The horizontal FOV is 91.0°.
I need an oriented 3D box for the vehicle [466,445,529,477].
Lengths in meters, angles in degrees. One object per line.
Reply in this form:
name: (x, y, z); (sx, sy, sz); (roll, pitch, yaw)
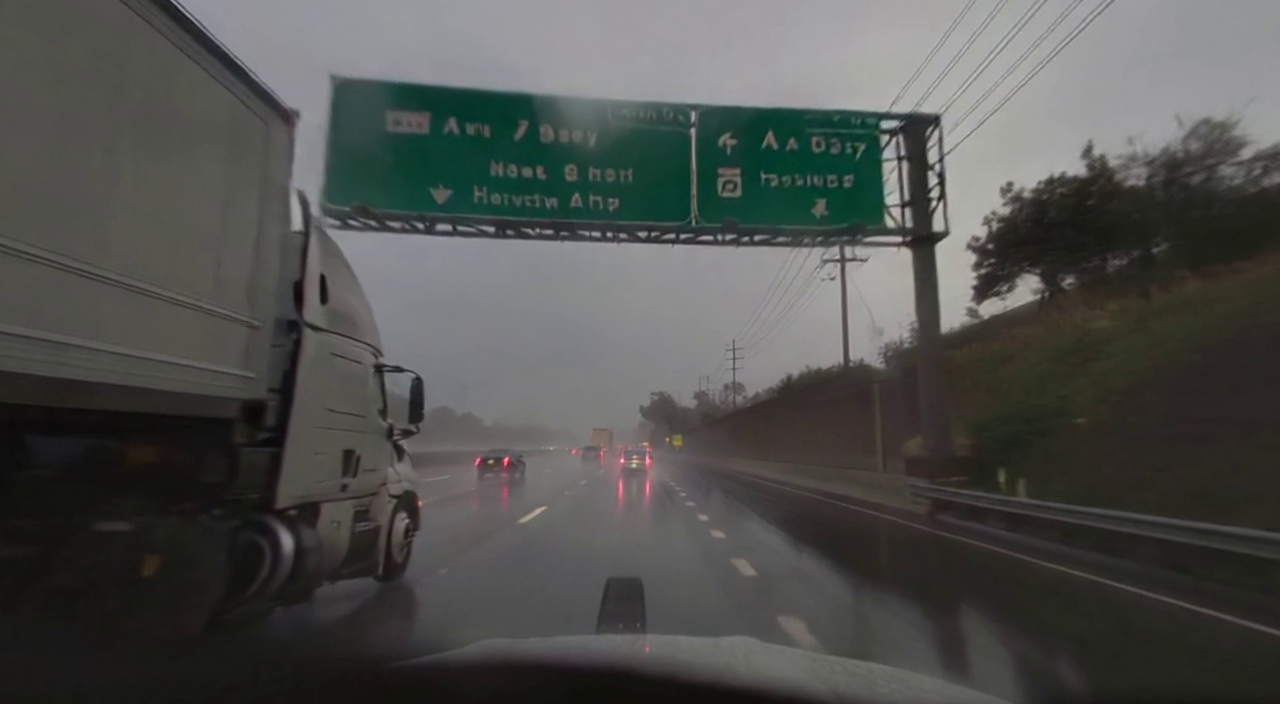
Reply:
vehicle: (-7.094, 5.452, 31.795); (2.025, 1.510, 4.582); (0, -9, 1)

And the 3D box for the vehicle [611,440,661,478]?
vehicle: (-0.176, 5.043, 29.878); (2.178, 1.640, 4.071); (0, -9, 0)

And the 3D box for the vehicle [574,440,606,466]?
vehicle: (-3.834, 7.829, 48.863); (2.109, 1.840, 4.614); (0, -9, 0)

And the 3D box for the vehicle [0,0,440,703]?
vehicle: (-3.544, 0.005, 1.451); (3.023, 3.246, 9.102); (0, -9, 1)
